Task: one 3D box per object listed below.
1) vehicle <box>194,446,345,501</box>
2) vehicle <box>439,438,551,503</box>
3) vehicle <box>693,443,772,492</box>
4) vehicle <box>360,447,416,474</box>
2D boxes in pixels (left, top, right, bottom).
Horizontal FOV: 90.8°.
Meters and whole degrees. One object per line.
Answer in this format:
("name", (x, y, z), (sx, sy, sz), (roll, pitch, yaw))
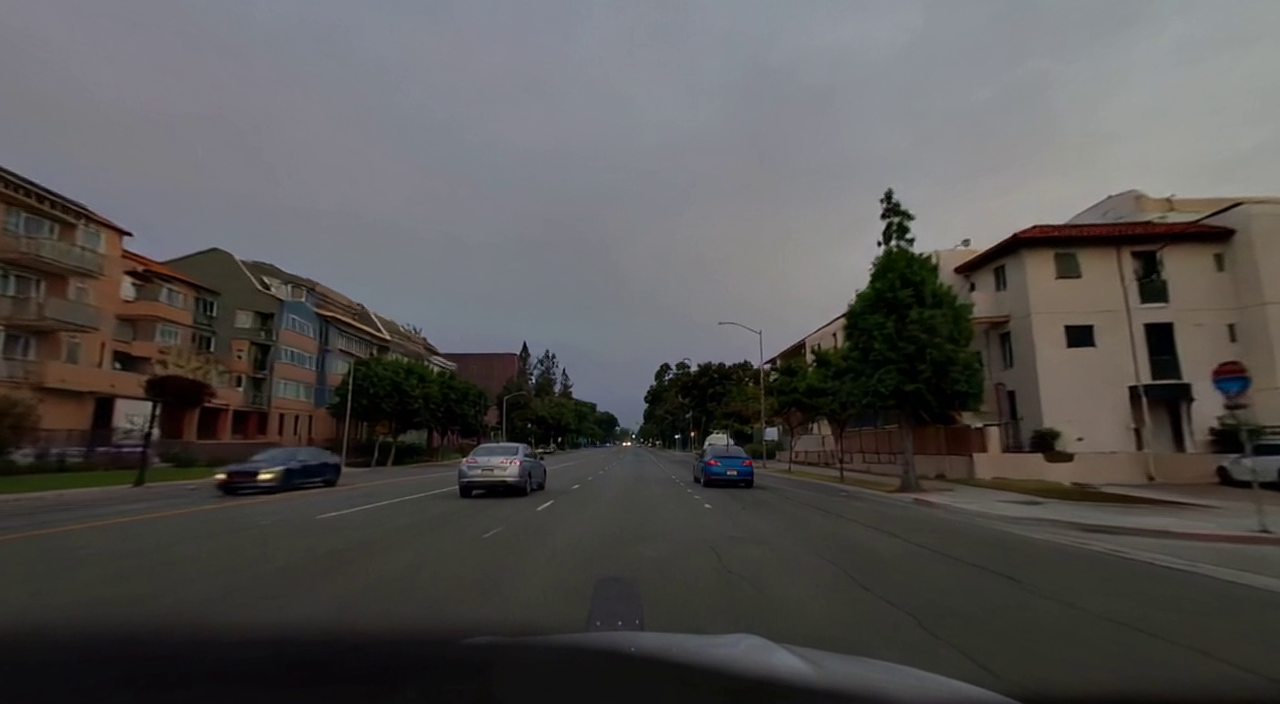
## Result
("vehicle", (-11.249, 3.688, 19.641), (1.931, 1.487, 4.500), (0, -9, 0))
("vehicle", (-3.742, 3.118, 17.080), (2.062, 1.527, 4.044), (0, -9, 0))
("vehicle", (3.035, 3.903, 21.782), (1.978, 1.471, 4.426), (0, -9, -1))
("vehicle", (-17.999, 7.726, 45.354), (2.078, 1.730, 4.740), (-3, -9, 0))
